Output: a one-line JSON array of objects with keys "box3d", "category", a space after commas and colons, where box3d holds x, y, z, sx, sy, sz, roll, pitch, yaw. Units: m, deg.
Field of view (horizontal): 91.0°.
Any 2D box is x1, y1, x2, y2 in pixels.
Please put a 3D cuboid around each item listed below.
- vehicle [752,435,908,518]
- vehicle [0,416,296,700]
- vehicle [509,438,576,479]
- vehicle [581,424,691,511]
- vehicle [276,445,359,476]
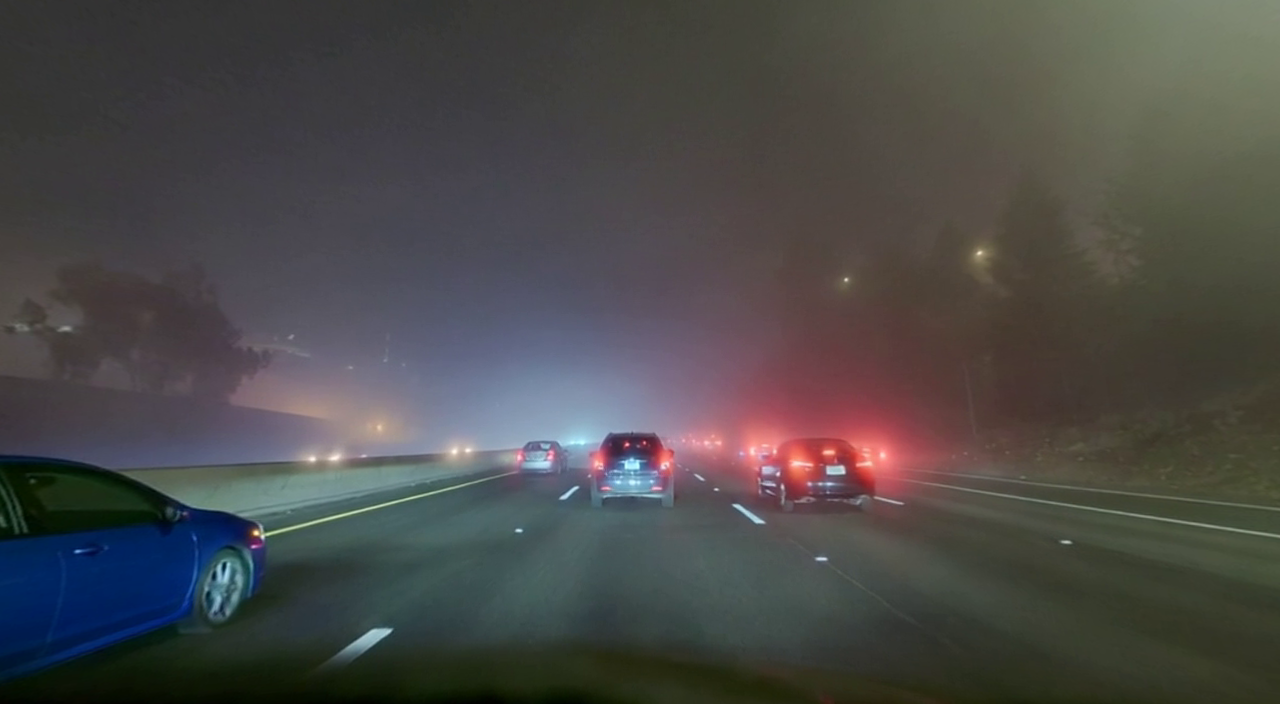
[{"box3d": [3.936, 2.660, 14.007, 2.031, 1.492, 4.577, 0, -9, 0], "category": "vehicle"}, {"box3d": [-4.351, 1.155, 3.826, 1.974, 1.478, 4.412, 0, -9, 0], "category": "vehicle"}, {"box3d": [-3.921, 4.351, 26.044, 1.947, 1.516, 4.295, 0, -9, 1], "category": "vehicle"}, {"box3d": [-0.054, 2.596, 14.547, 2.181, 1.697, 4.021, 0, -9, 1], "category": "vehicle"}, {"box3d": [-17.650, 5.948, 34.774, 1.931, 1.528, 4.799, 0, -9, 1], "category": "vehicle"}]
